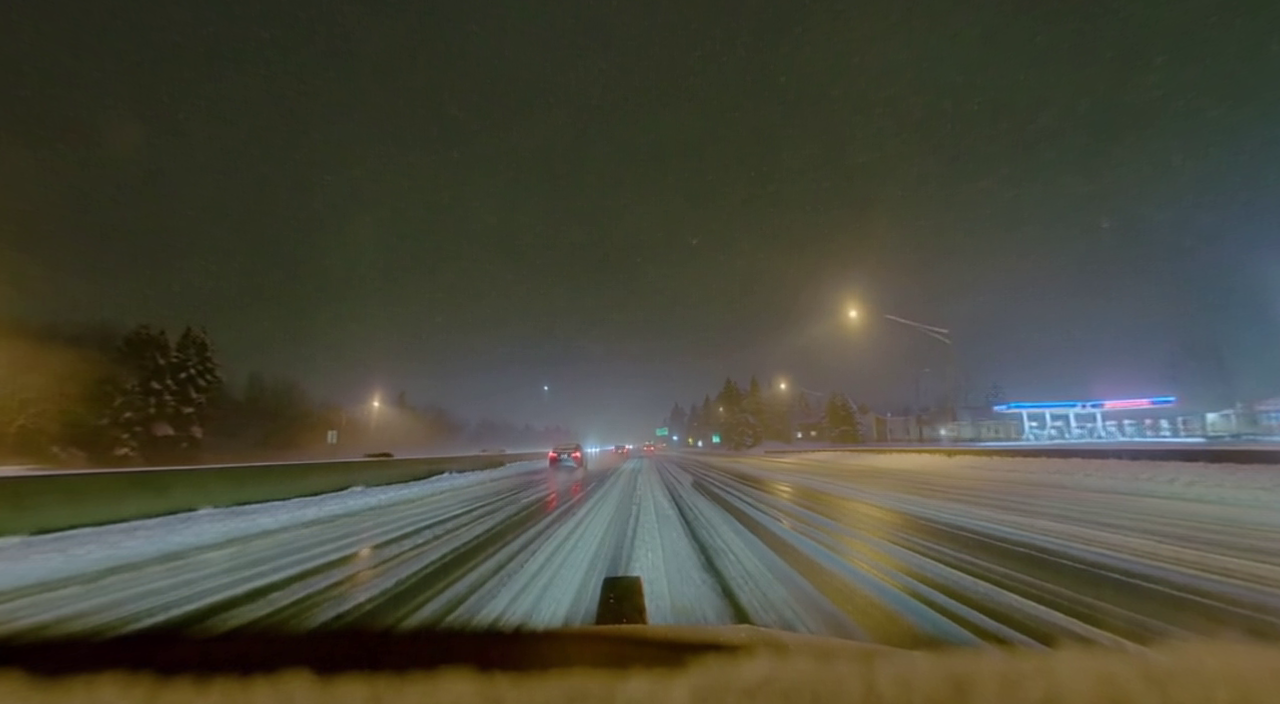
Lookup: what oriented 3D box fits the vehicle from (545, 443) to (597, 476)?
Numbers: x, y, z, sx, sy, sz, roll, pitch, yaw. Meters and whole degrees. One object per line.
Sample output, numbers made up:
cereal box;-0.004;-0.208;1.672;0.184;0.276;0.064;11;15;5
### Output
vehicle;-3.402;5.394;31.893;2.114;1.510;4.186;-1;-9;1
